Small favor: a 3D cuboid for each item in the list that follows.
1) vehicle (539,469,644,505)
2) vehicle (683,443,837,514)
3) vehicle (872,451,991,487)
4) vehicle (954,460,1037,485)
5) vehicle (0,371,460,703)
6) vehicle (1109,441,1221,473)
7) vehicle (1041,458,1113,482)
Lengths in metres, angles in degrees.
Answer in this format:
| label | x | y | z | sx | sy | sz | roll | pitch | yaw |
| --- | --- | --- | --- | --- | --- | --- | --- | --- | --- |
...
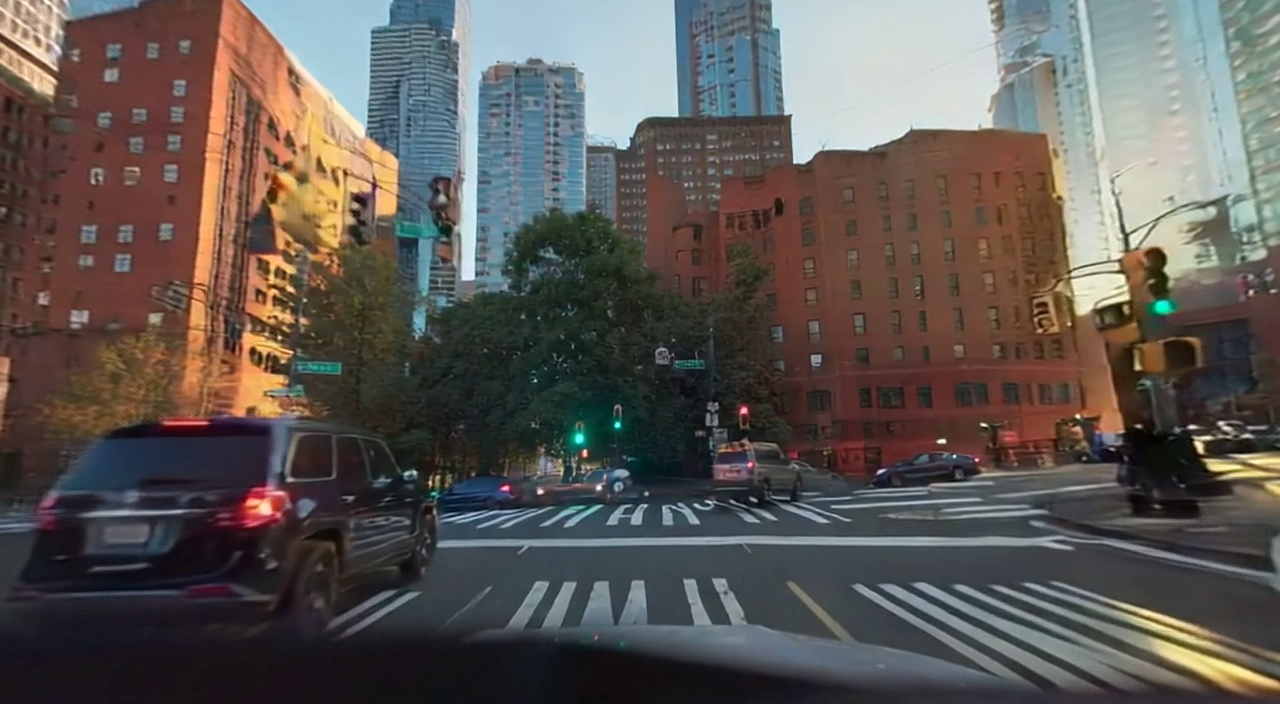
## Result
| label | x | y | z | sx | sy | sz | roll | pitch | yaw |
| --- | --- | --- | --- | --- | --- | --- | --- | --- | --- |
| vehicle | -2.349 | 6.546 | 30.877 | 4.766 | 1.502 | 1.891 | 5 | -10 | -29 |
| vehicle | 3.654 | 3.556 | 18.428 | 2.328 | 1.746 | 5.072 | -7 | -11 | 37 |
| vehicle | 14.027 | 5.621 | 30.529 | 4.749 | 1.624 | 1.926 | 0 | -9 | -1 |
| vehicle | 23.846 | 8.101 | 42.411 | 4.418 | 1.556 | 1.814 | 0 | -9 | 1 |
| vehicle | -3.497 | 1.351 | 5.745 | 2.316 | 1.769 | 4.871 | 0 | -9 | -1 |
| vehicle | 28.165 | 5.639 | 33.914 | 4.291 | 1.606 | 1.859 | 0 | -9 | 0 |
| vehicle | 29.570 | 8.000 | 42.744 | 3.522 | 1.546 | 1.721 | 0 | -9 | -1 |
